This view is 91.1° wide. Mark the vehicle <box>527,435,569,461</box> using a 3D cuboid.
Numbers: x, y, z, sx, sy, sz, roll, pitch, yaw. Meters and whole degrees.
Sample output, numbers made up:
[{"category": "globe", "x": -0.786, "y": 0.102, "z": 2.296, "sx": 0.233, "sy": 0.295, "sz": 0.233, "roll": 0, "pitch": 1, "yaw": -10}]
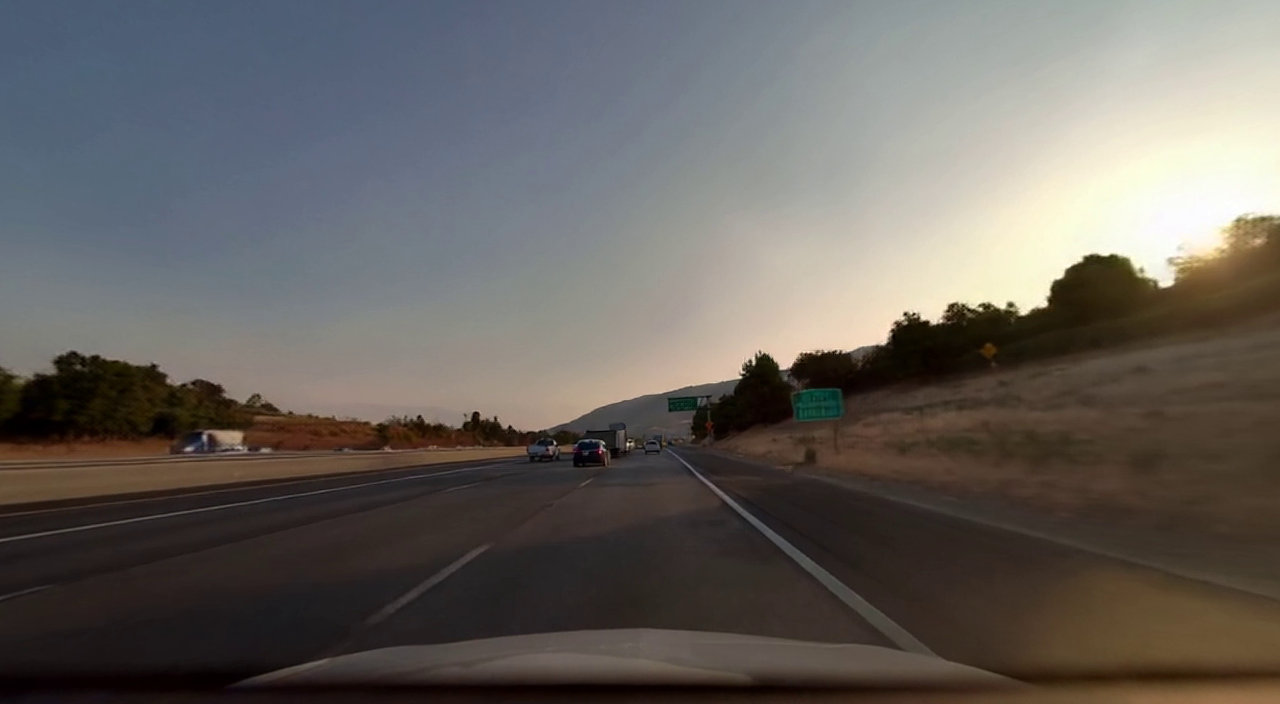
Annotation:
[{"category": "vehicle", "x": -6.476, "y": 6.838, "z": 44.644, "sx": 2.078, "sy": 1.729, "sz": 4.722, "roll": 0, "pitch": -8, "yaw": 2}]

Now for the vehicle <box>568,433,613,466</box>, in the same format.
[{"category": "vehicle", "x": -2.785, "y": 5.587, "z": 36.148, "sx": 2.194, "sy": 1.766, "sz": 3.720, "roll": 0, "pitch": -8, "yaw": 1}]
